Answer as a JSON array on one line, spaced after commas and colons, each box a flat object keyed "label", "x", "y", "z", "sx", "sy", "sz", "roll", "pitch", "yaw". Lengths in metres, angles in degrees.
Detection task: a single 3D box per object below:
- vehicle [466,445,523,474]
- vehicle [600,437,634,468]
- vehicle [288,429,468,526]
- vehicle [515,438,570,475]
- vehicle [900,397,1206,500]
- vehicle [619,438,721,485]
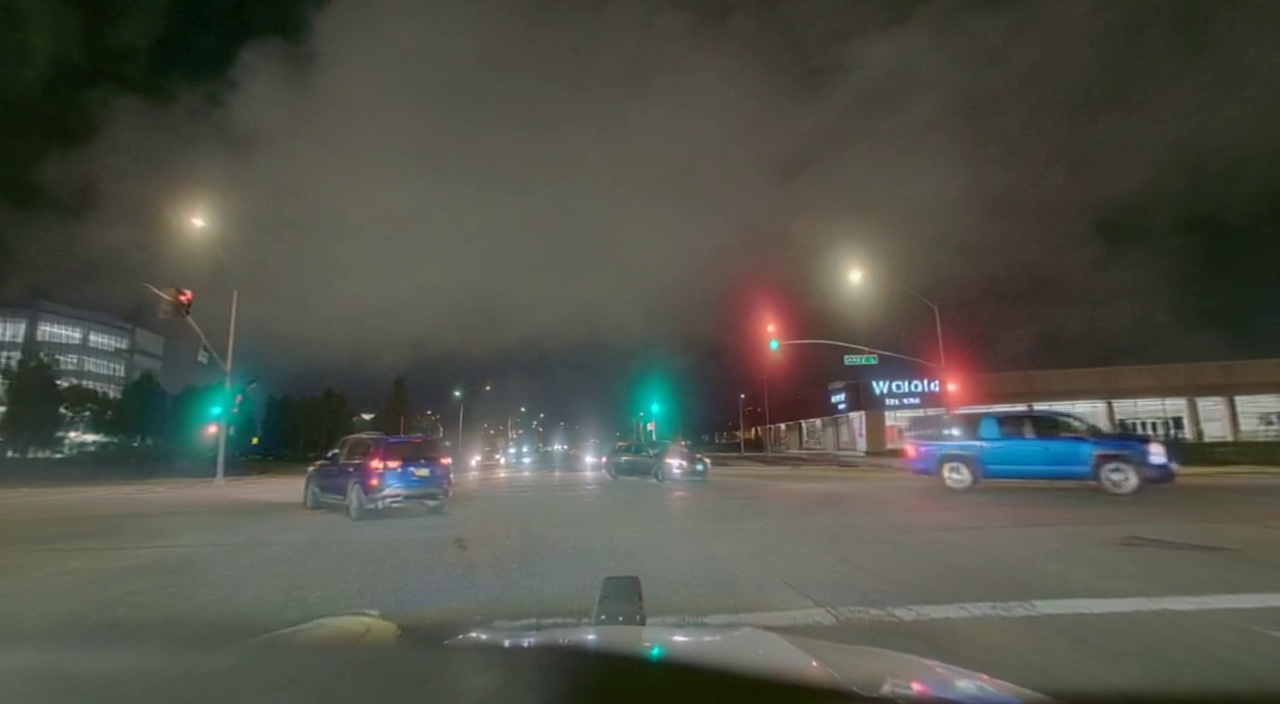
[{"label": "vehicle", "x": -8.265, "y": 6.126, "z": 36.242, "sx": 2.163, "sy": 1.529, "sz": 4.210, "roll": 0, "pitch": -8, "yaw": 1}, {"label": "vehicle", "x": -1.487, "y": 6.847, "z": 43.332, "sx": 2.160, "sy": 1.948, "sz": 4.784, "roll": 0, "pitch": -8, "yaw": 0}, {"label": "vehicle", "x": -5.911, "y": 2.647, "z": 13.993, "sx": 2.238, "sy": 1.762, "sz": 4.445, "roll": 7, "pitch": -11, "yaw": -41}, {"label": "vehicle", "x": -5.123, "y": 5.556, "z": 33.793, "sx": 2.162, "sy": 1.788, "sz": 4.603, "roll": 0, "pitch": -8, "yaw": 1}, {"label": "vehicle", "x": 10.156, "y": 2.458, "z": 16.230, "sx": 5.960, "sy": 2.200, "sz": 2.708, "roll": -5, "pitch": -10, "yaw": 31}, {"label": "vehicle", "x": 1.007, "y": 4.149, "z": 24.337, "sx": 2.142, "sy": 1.607, "sz": 4.733, "roll": 3, "pitch": -9, "yaw": -22}]
